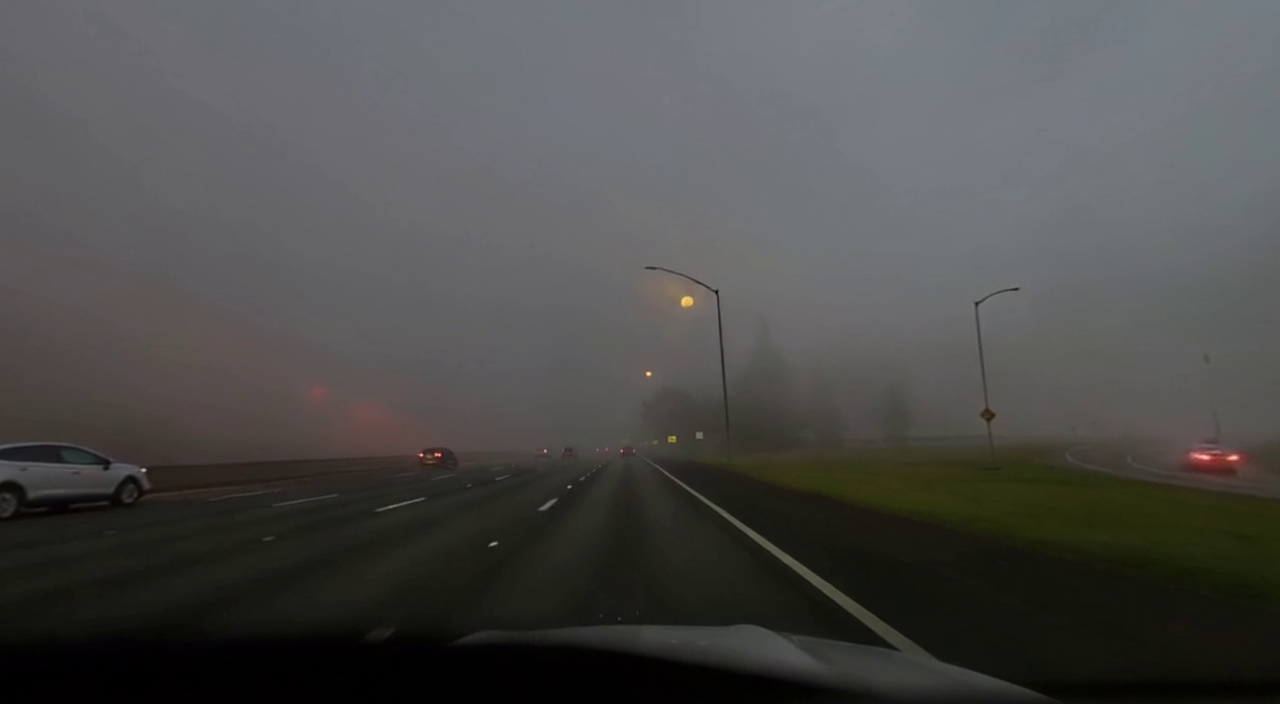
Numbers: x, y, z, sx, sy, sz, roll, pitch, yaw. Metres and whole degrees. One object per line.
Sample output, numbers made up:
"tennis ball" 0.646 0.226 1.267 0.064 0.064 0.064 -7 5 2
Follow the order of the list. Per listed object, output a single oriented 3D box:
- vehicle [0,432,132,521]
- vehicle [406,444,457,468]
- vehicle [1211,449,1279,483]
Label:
"vehicle" -14.129 2.650 13.644 2.049 1.792 5.177 0 -8 -1
"vehicle" -14.722 7.341 44.811 2.057 1.619 4.443 0 -8 0
"vehicle" 32.654 5.999 33.410 2.356 1.643 4.254 -4 -9 24
